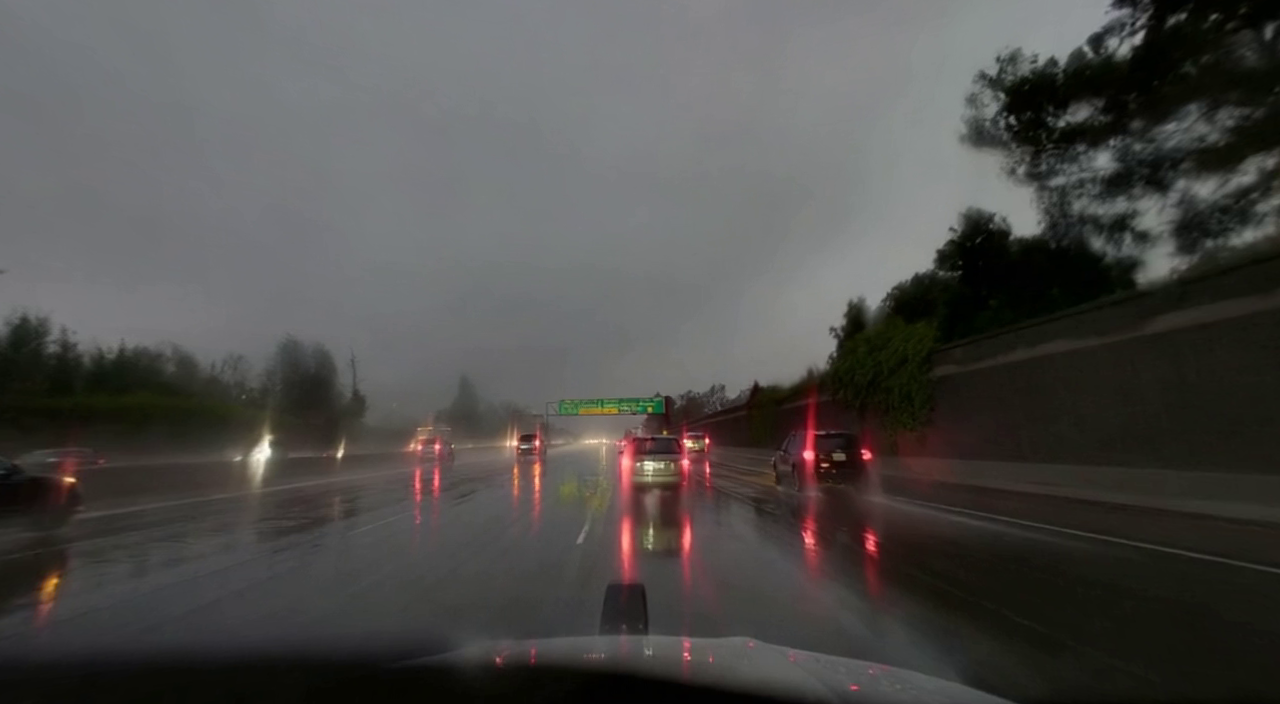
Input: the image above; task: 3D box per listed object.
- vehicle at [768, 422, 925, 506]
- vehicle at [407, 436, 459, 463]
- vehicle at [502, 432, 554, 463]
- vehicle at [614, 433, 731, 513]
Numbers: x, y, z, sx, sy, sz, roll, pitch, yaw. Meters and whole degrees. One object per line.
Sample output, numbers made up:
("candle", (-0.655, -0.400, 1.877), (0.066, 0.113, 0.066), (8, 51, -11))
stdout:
("vehicle", (4.728, 2.639, 15.280), (2.100, 1.707, 4.342), (0, -8, -4))
("vehicle", (-14.515, 6.888, 44.546), (2.180, 1.796, 4.839), (0, -8, -2))
("vehicle", (-7.362, 6.377, 42.136), (2.486, 1.856, 6.310), (0, -8, -1))
("vehicle", (0.518, 2.540, 13.760), (2.042, 1.446, 4.269), (0, -8, -4))
